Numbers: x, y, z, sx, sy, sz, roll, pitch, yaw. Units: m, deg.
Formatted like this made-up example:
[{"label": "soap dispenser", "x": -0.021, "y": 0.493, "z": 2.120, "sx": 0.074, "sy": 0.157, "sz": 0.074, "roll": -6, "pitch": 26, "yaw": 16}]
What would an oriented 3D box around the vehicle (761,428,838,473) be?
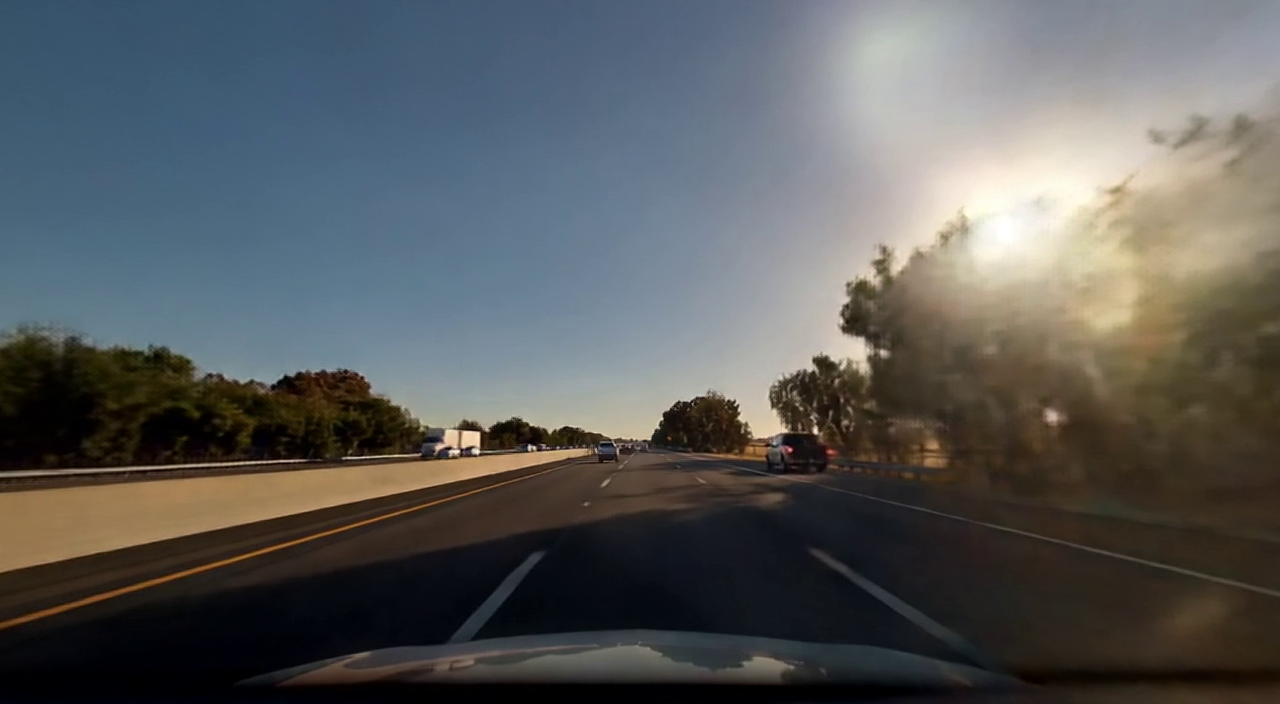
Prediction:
[{"label": "vehicle", "x": 8.226, "y": 5.170, "z": 33.265, "sx": 2.440, "sy": 2.132, "sz": 6.219, "roll": 0, "pitch": -9, "yaw": 0}]
